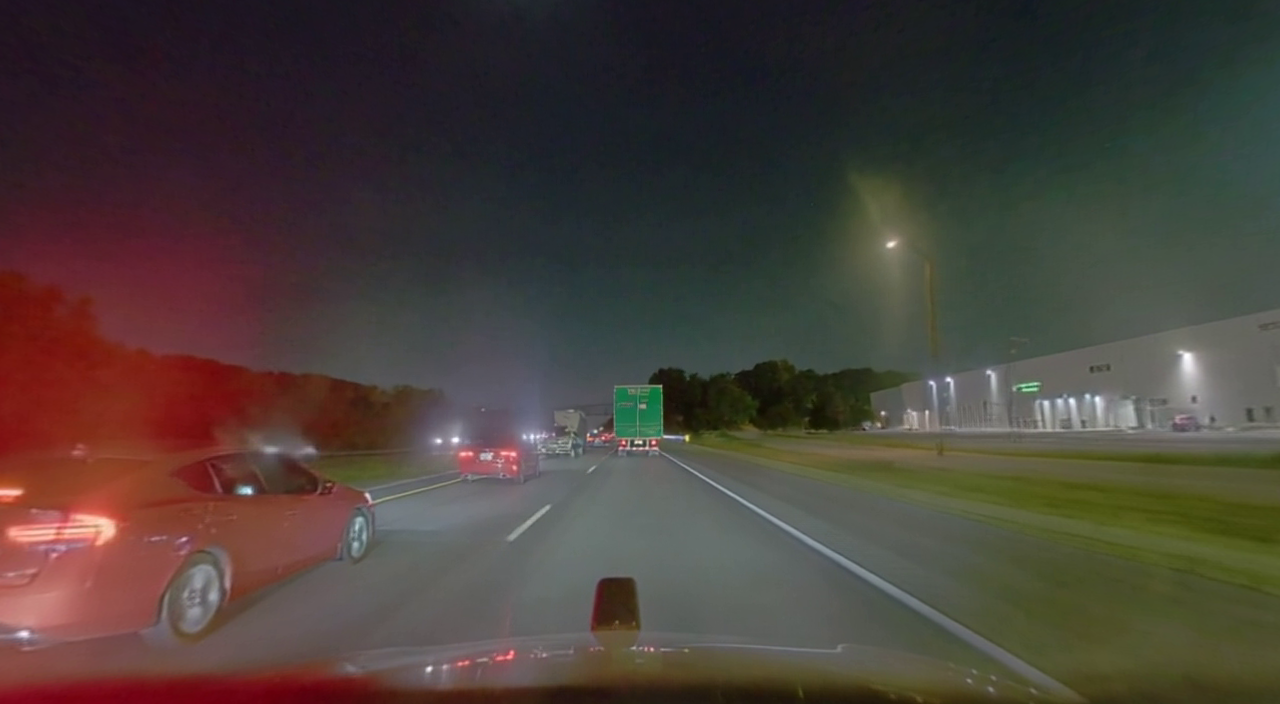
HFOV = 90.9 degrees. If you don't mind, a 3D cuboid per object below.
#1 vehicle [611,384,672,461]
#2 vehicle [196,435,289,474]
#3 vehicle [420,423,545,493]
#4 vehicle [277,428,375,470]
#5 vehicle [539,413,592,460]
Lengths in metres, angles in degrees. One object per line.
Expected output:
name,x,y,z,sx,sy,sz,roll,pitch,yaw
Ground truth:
vehicle,-0.021,4.438,38.773,3.259,4.066,9.891,0,-8,-1
vehicle,-17.185,4.411,27.448,1.658,1.533,3.723,0,-8,-1
vehicle,-4.022,2.797,17.157,2.005,1.602,5.131,0,-8,1
vehicle,-12.465,3.860,25.342,1.908,1.518,4.041,0,-8,-1
vehicle,-4.599,5.397,40.323,2.717,2.714,6.997,0,-8,-2
